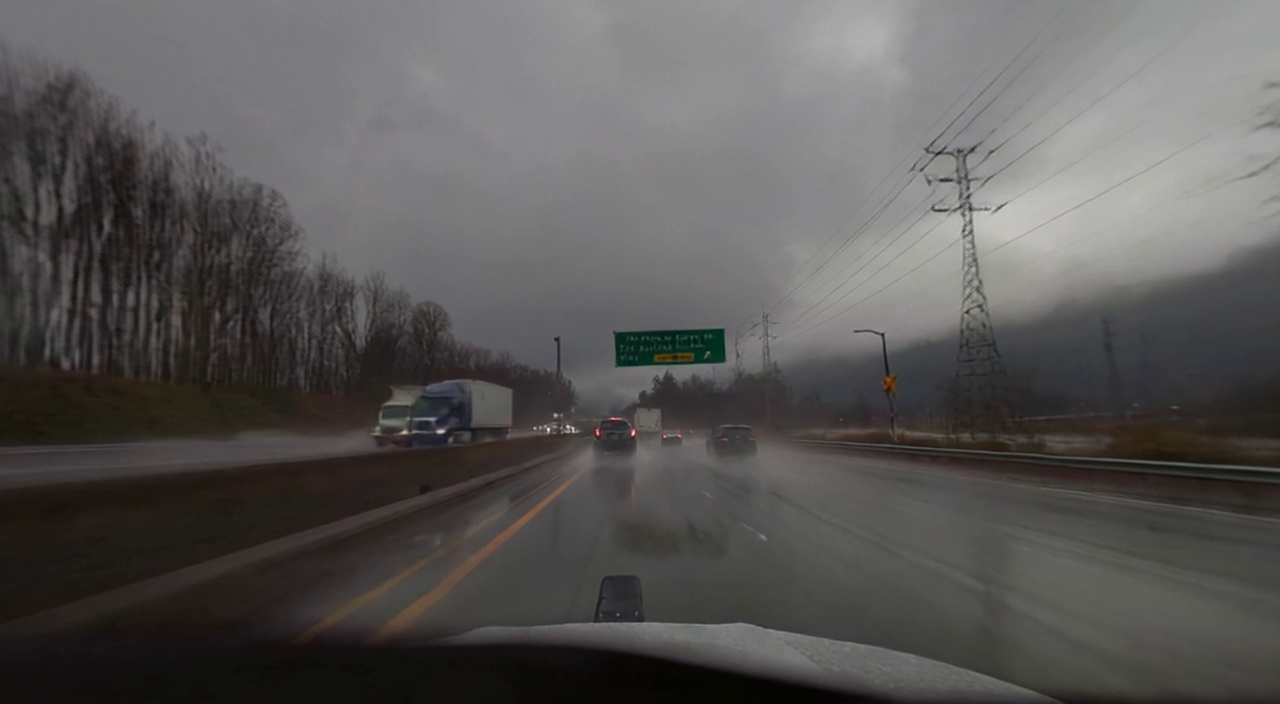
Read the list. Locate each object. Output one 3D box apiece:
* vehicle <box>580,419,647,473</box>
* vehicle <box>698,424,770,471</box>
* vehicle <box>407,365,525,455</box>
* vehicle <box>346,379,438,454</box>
[{"bbox_3d":[-0.874,3.260,22.192,2.134,1.710,4.049,0,-7,-1],"label":"vehicle"},{"bbox_3d":[3.425,3.577,23.764,2.062,1.581,3.914,0,-8,-1],"label":"vehicle"},{"bbox_3d":[-9.151,3.554,35.508,2.975,4.091,13.887,0,-8,-1],"label":"vehicle"},{"bbox_3d":[-14.047,3.793,36.235,2.973,3.971,6.106,0,-8,-2],"label":"vehicle"}]
